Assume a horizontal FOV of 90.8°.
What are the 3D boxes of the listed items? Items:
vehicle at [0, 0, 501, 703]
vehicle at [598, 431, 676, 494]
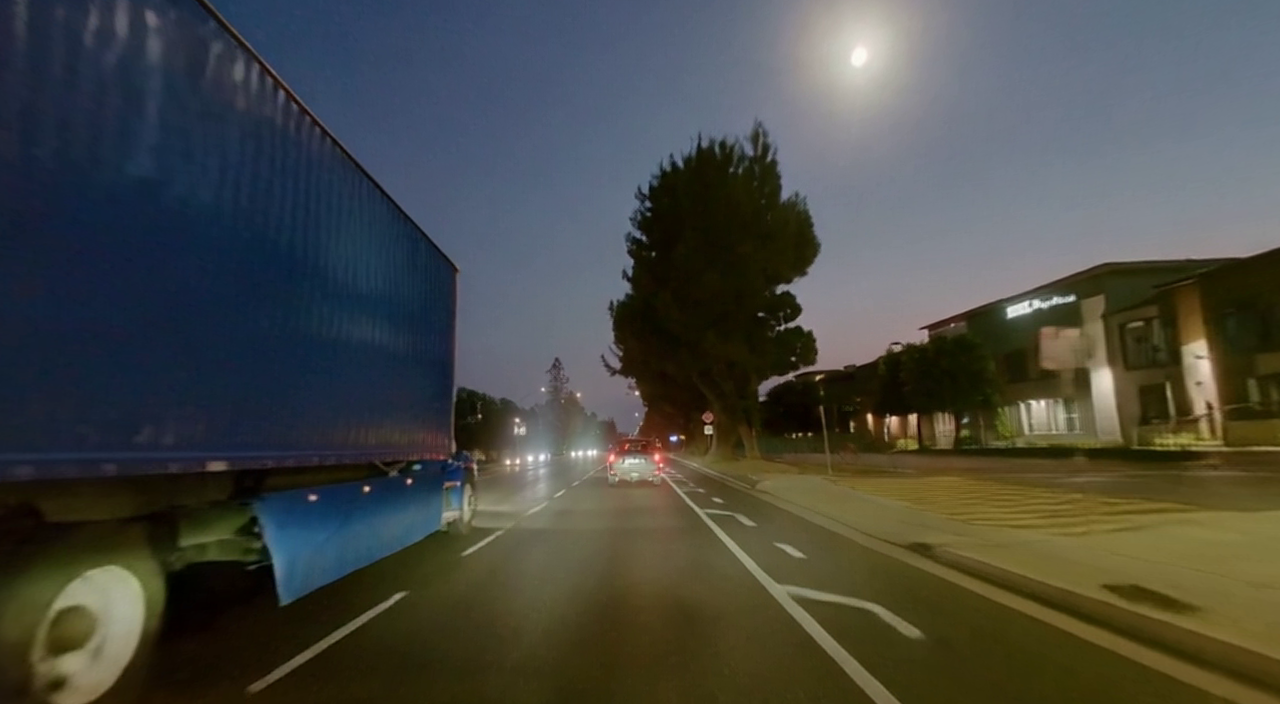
[{"bbox_3d":[-3.799,0.029,5.136,2.996,3.902,10.410,0,-9,0],"label":"vehicle"},{"bbox_3d":[-0.120,3.249,18.883,2.094,1.682,3.866,0,-9,-1],"label":"vehicle"}]
